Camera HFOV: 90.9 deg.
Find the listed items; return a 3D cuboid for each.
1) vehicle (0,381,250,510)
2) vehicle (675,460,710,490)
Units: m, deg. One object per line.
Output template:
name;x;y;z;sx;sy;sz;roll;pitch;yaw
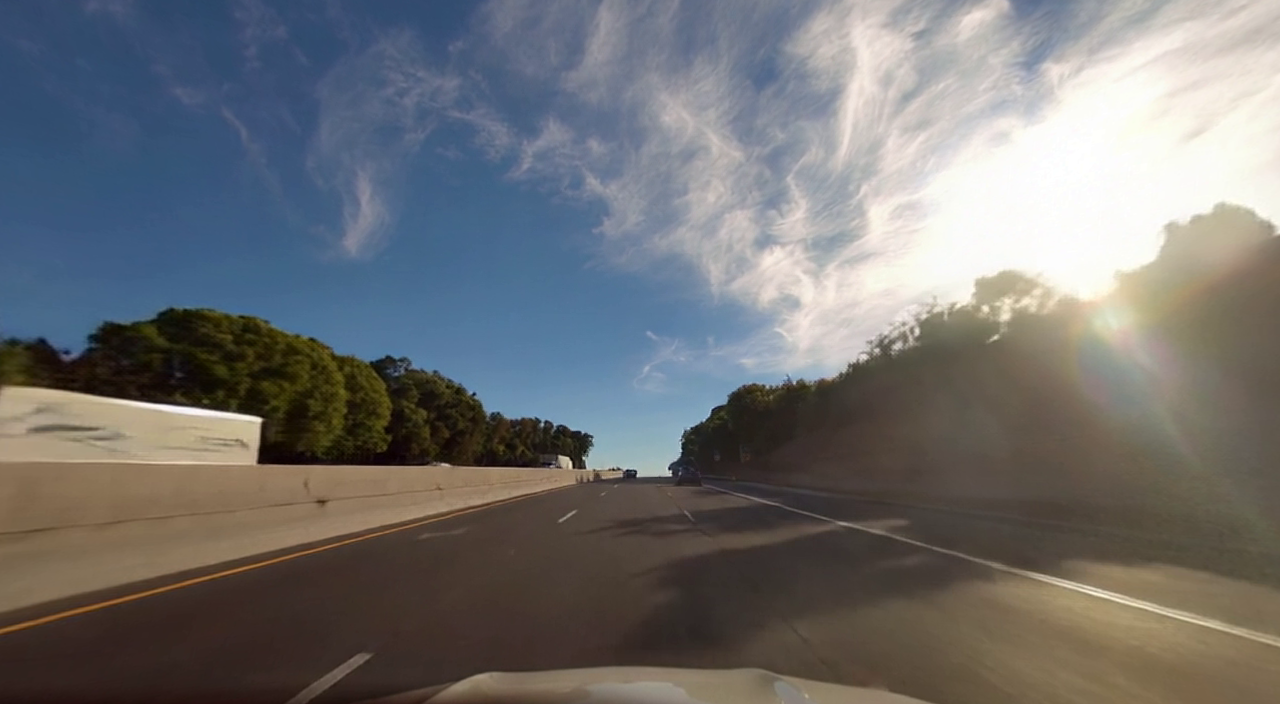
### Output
vehicle;-21.929;3.976;25.607;2.901;4.051;14.203;1;-10;1
vehicle;3.651;8.647;44.526;2.093;1.933;4.623;1;-10;0
